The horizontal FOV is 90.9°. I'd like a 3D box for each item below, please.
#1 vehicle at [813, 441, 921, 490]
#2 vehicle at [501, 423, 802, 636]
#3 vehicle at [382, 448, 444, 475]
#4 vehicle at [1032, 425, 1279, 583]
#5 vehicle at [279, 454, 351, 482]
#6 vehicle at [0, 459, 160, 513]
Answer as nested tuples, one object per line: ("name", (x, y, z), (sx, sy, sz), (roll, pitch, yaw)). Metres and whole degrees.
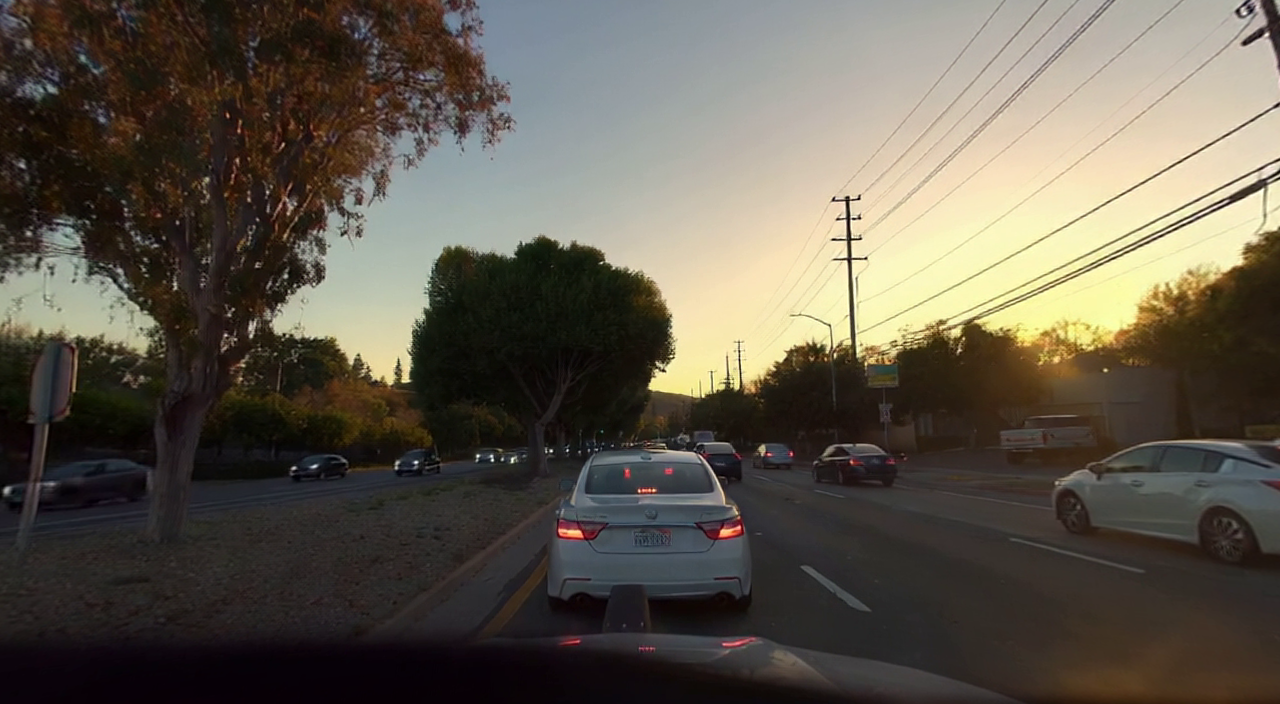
("vehicle", (7.371, 3.704, 21.029), (1.899, 1.458, 4.499), (0, -8, 0))
("vehicle", (0.069, 1.542, 6.475), (2.108, 1.479, 3.935), (0, -8, 0))
("vehicle", (-15.007, 7.240, 42.014), (2.291, 1.682, 4.835), (0, -8, 0))
("vehicle", (6.997, 1.662, 7.482), (1.850, 1.480, 4.474), (0, -8, 1))
("vehicle", (-19.164, 6.851, 37.424), (1.853, 1.489, 4.449), (0, -8, 0))
("vehicle", (-18.970, 4.401, 21.171), (1.884, 1.466, 4.821), (0, -8, 0))
